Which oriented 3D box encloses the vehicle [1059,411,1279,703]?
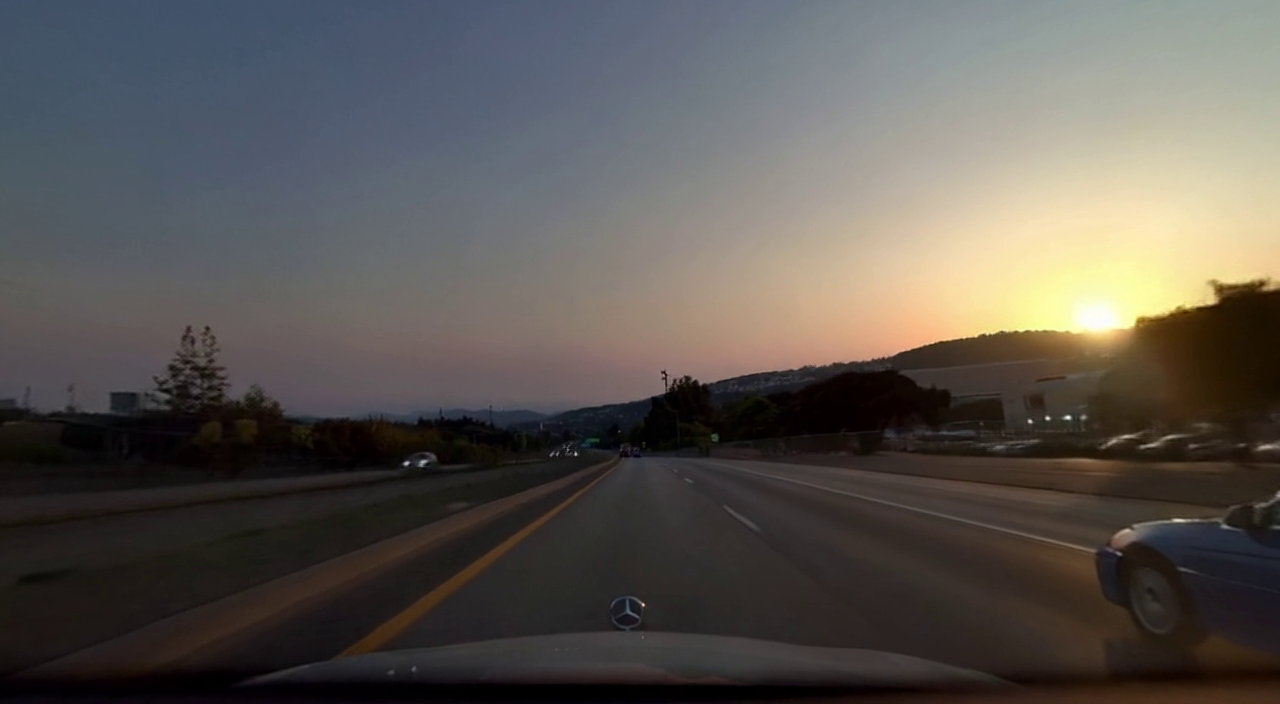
[{"bbox_3d":[4.257,0.929,2.390,2.053,1.490,4.799,0,-8,0],"label":"vehicle"}]
